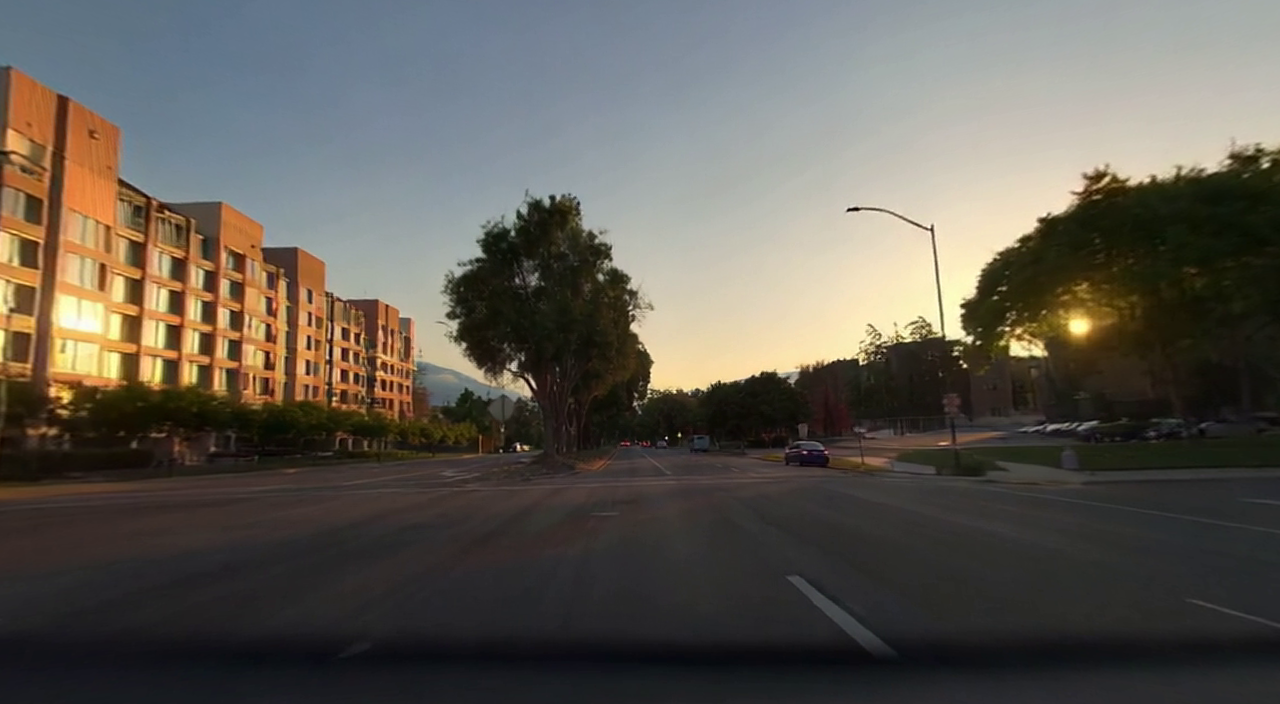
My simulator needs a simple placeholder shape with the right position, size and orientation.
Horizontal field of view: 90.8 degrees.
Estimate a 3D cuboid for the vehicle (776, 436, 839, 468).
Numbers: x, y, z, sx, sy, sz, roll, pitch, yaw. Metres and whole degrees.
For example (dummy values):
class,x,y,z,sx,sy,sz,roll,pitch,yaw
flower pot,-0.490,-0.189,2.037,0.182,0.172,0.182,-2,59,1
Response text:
class,x,y,z,sx,sy,sz,roll,pitch,yaw
vehicle,9.865,5.952,37.726,2.065,1.732,5.036,1,-8,-4
